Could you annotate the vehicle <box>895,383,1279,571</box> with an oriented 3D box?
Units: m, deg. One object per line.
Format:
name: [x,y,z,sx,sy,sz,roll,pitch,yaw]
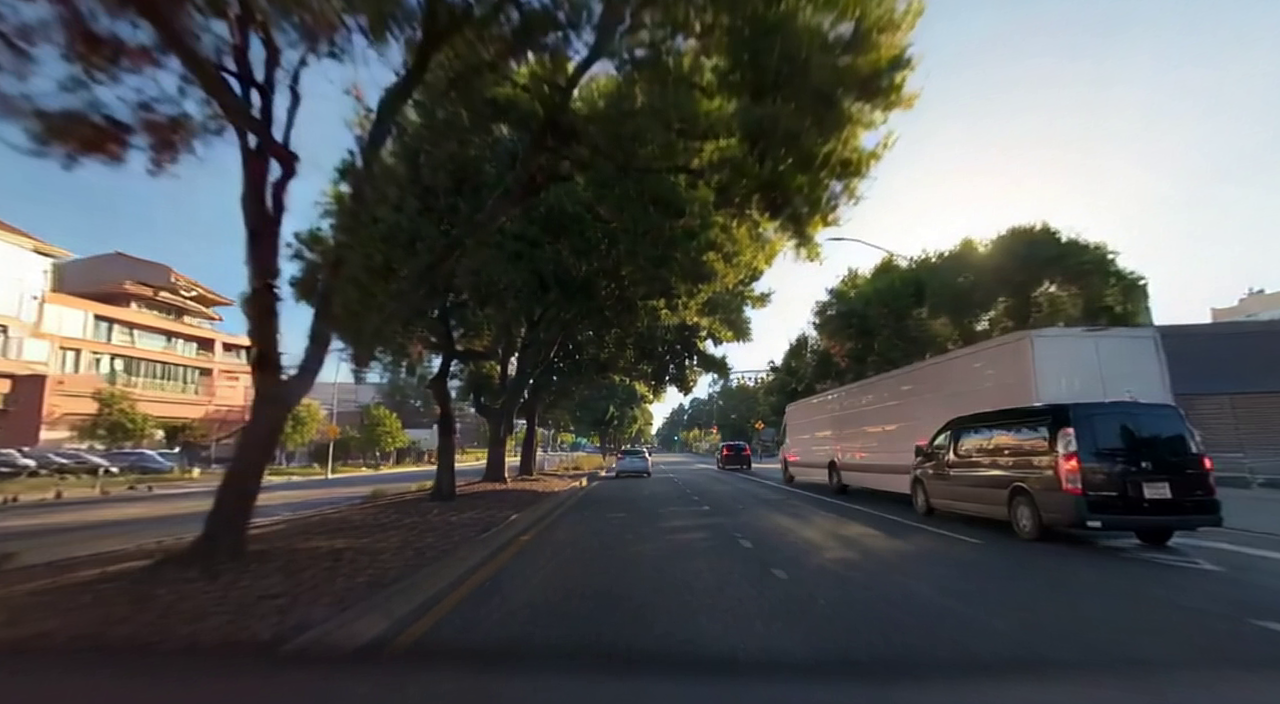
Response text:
vehicle: [6.597,1.827,10.076,2.573,2.127,5.568,0,-8,-1]

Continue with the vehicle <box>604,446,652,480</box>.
vehicle: [-0.544,5.159,29.625,2.095,1.456,3.873,0,-8,-1]

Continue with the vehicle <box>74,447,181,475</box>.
vehicle: [-29.852,6.343,36.895,4.453,1.497,1.998,0,-8,0]

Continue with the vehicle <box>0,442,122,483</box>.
vehicle: [-29.519,5.418,31.177,5.525,1.860,2.611,1,-8,-1]

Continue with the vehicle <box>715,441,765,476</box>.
vehicle: [5.327,5.715,34.149,2.047,1.711,4.265,0,-8,1]
